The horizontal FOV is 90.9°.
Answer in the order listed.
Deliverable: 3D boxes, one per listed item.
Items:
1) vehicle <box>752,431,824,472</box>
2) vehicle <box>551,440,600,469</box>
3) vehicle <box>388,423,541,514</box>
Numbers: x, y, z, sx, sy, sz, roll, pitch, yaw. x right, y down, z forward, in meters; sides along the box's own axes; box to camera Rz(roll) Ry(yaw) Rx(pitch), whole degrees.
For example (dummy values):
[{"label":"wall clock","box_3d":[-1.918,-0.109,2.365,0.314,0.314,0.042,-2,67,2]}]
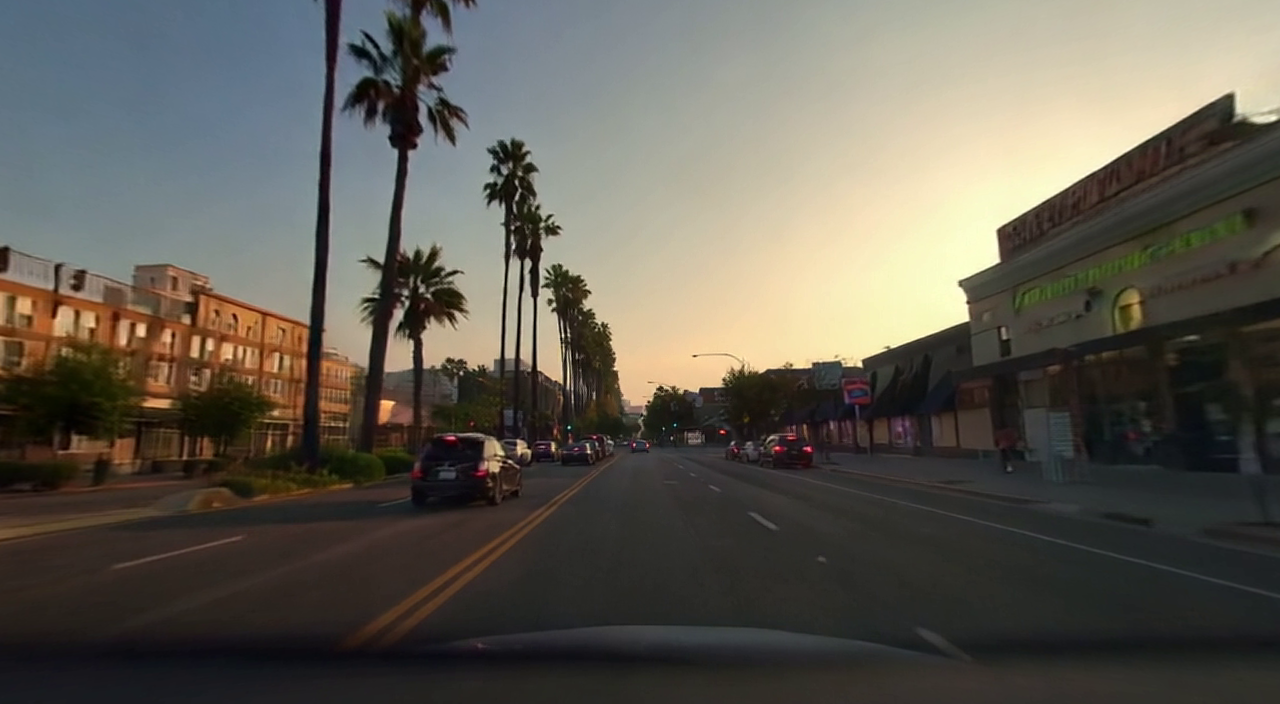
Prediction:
[{"label":"vehicle","box_3d":[7.505,5.126,32.634,2.256,1.936,5.838,0,-9,0]},{"label":"vehicle","box_3d":[-3.399,5.526,34.061,2.044,1.462,4.624,0,-9,1]},{"label":"vehicle","box_3d":[-3.524,2.431,13.567,2.024,1.636,4.121,0,-9,1]}]
